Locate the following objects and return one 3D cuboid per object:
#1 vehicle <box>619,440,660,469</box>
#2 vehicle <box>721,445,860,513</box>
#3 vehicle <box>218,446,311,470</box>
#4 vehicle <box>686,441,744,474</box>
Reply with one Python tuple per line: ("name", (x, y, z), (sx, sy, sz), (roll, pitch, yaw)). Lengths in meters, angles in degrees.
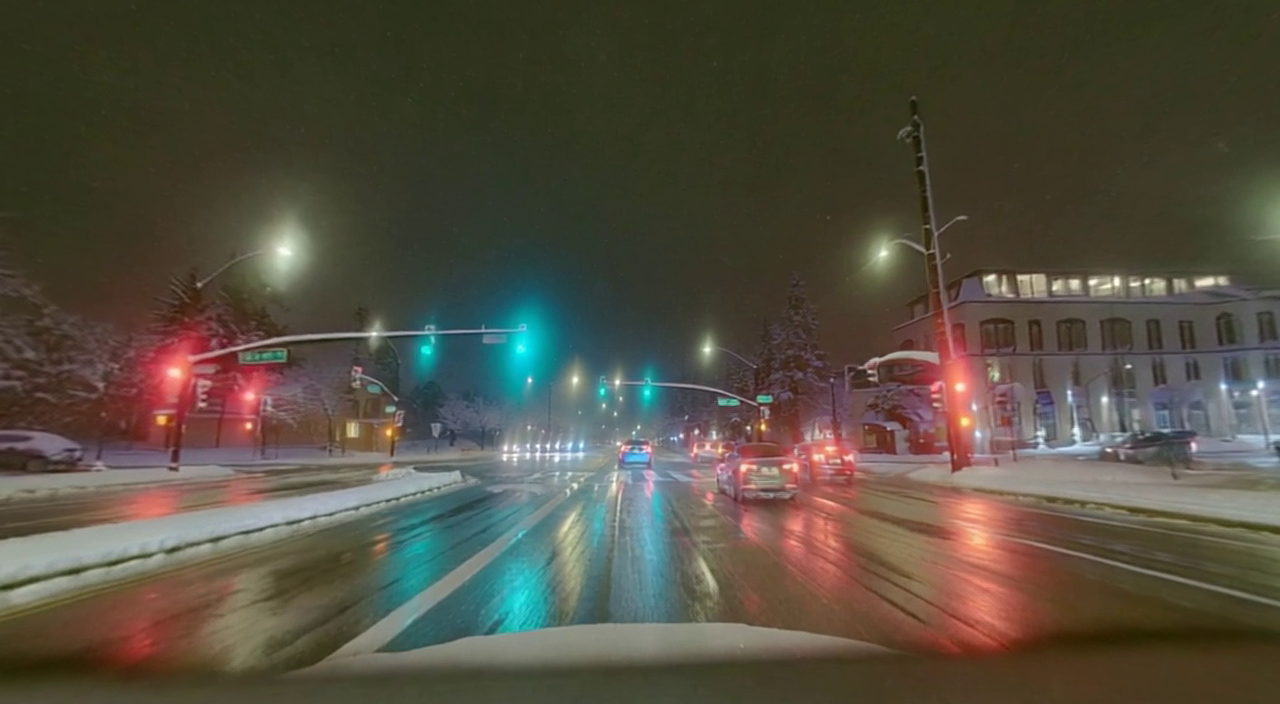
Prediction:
("vehicle", (-0.043, 5.634, 34.895), (2.143, 1.480, 4.006), (0, -8, -1))
("vehicle", (3.283, 2.861, 14.824), (2.080, 1.321, 4.382), (0, -8, -2))
("vehicle", (-24.345, 6.855, 41.053), (4.751, 1.501, 2.147), (-1, -9, 5))
("vehicle", (3.632, 5.177, 31.380), (2.226, 1.490, 4.593), (0, -8, -1))
